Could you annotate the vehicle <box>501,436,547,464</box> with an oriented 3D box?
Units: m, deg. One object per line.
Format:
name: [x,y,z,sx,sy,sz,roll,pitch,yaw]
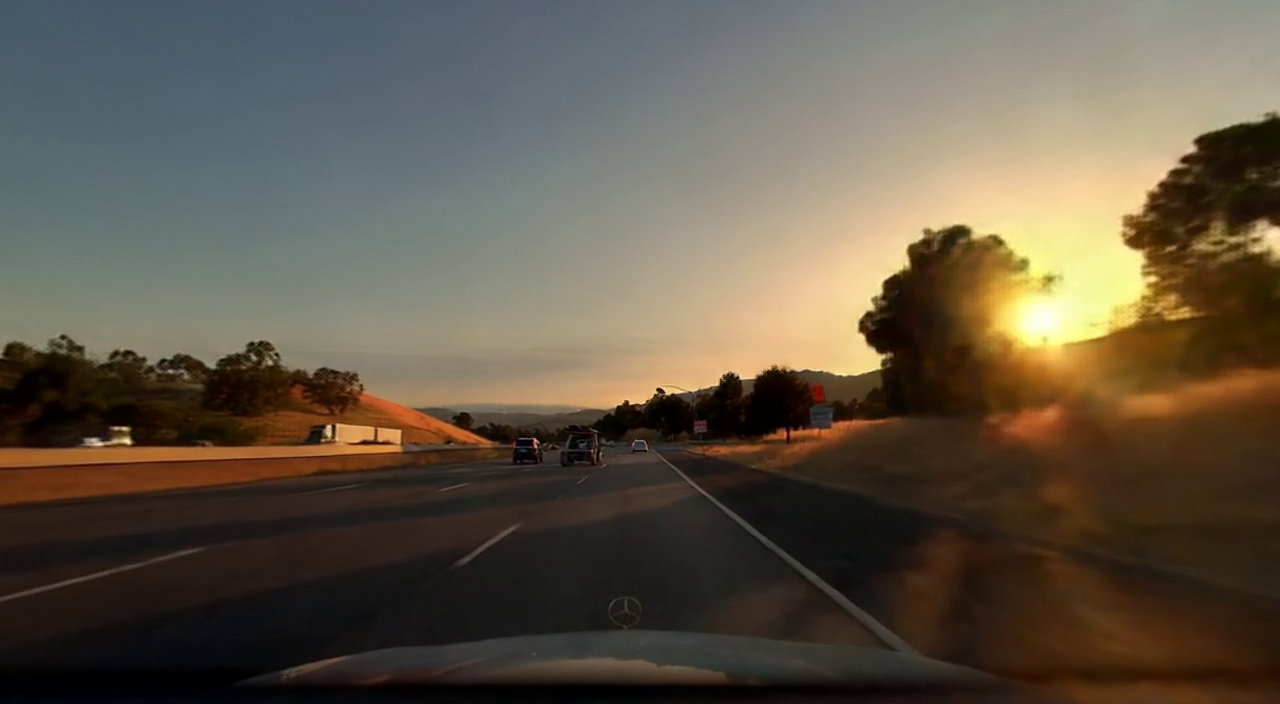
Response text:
vehicle: [-7.447,6.328,40.682,2.078,1.729,4.722,0,-8,0]

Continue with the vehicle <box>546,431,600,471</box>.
vehicle: [-3.151,4.781,30.415,2.194,1.766,3.720,0,-8,0]
